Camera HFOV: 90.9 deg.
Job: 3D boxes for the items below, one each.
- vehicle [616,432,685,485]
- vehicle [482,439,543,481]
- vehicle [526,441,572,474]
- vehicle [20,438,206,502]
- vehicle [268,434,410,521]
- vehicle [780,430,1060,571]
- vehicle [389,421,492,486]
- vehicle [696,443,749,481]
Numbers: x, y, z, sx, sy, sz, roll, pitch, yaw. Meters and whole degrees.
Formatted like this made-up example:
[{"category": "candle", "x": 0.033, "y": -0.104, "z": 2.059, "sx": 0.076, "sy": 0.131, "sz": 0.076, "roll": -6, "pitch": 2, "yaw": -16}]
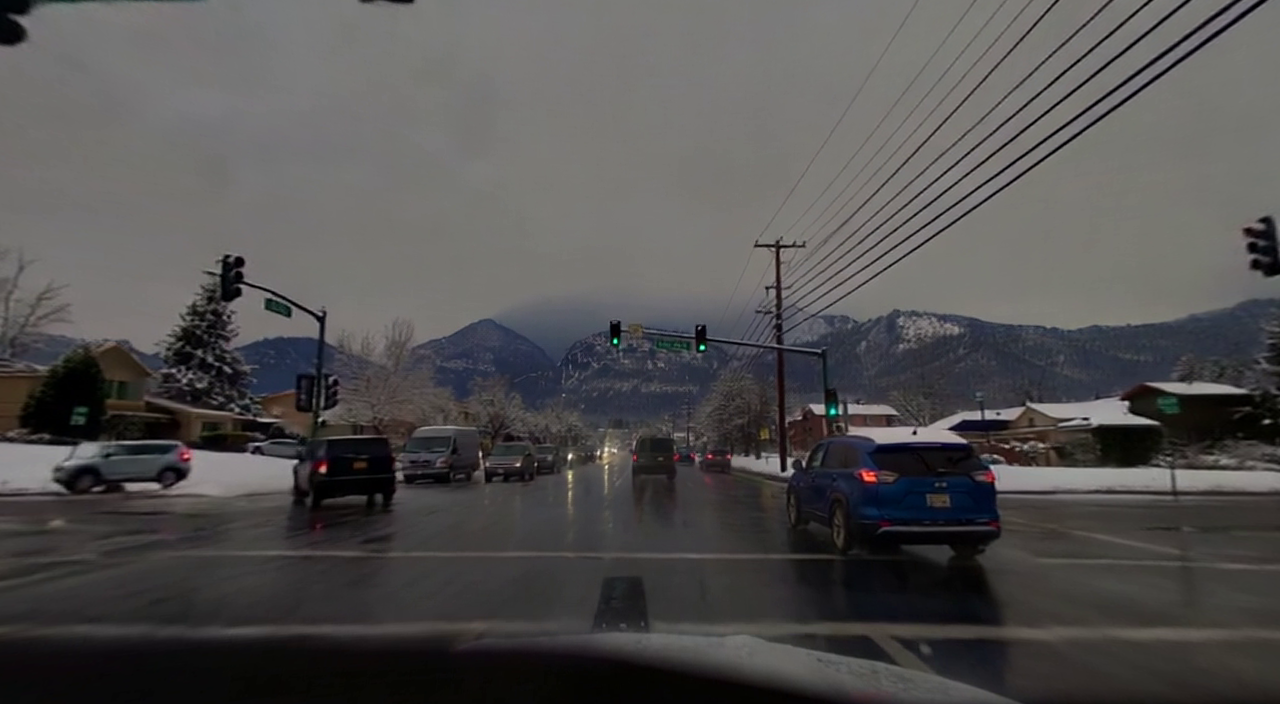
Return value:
[{"category": "vehicle", "x": 0.406, "y": 4.436, "z": 26.616, "sx": 2.636, "sy": 2.011, "sz": 5.130, "roll": 0, "pitch": -8, "yaw": 0}, {"category": "vehicle", "x": -5.916, "y": 5.046, "z": 29.792, "sx": 1.983, "sy": 1.801, "sz": 4.391, "roll": 0, "pitch": -8, "yaw": 0}, {"category": "vehicle", "x": -5.560, "y": 6.510, "z": 39.327, "sx": 1.993, "sy": 1.884, "sz": 5.481, "roll": 0, "pitch": -8, "yaw": 1}, {"category": "vehicle", "x": -16.823, "y": 3.727, "z": 20.224, "sx": 4.530, "sy": 1.864, "sz": 1.999, "roll": -2, "pitch": -9, "yaw": 11}, {"category": "vehicle", "x": -7.405, "y": 2.913, "z": 15.271, "sx": 2.059, "sy": 1.749, "sz": 4.458, "roll": 7, "pitch": -11, "yaw": -38}, {"category": "vehicle", "x": 3.859, "y": 2.114, "z": 9.891, "sx": 2.155, "sy": 1.658, "sz": 4.721, "roll": 0, "pitch": -8, "yaw": -1}, {"category": "vehicle", "x": -9.177, "y": 4.748, "z": 29.806, "sx": 2.725, "sy": 2.710, "sz": 6.304, "roll": 0, "pitch": -8, "yaw": 0}, {"category": "vehicle", "x": 3.868, "y": 5.216, "z": 30.207, "sx": 1.957, "sy": 1.646, "sz": 4.355, "roll": 0, "pitch": -8, "yaw": 0}]
